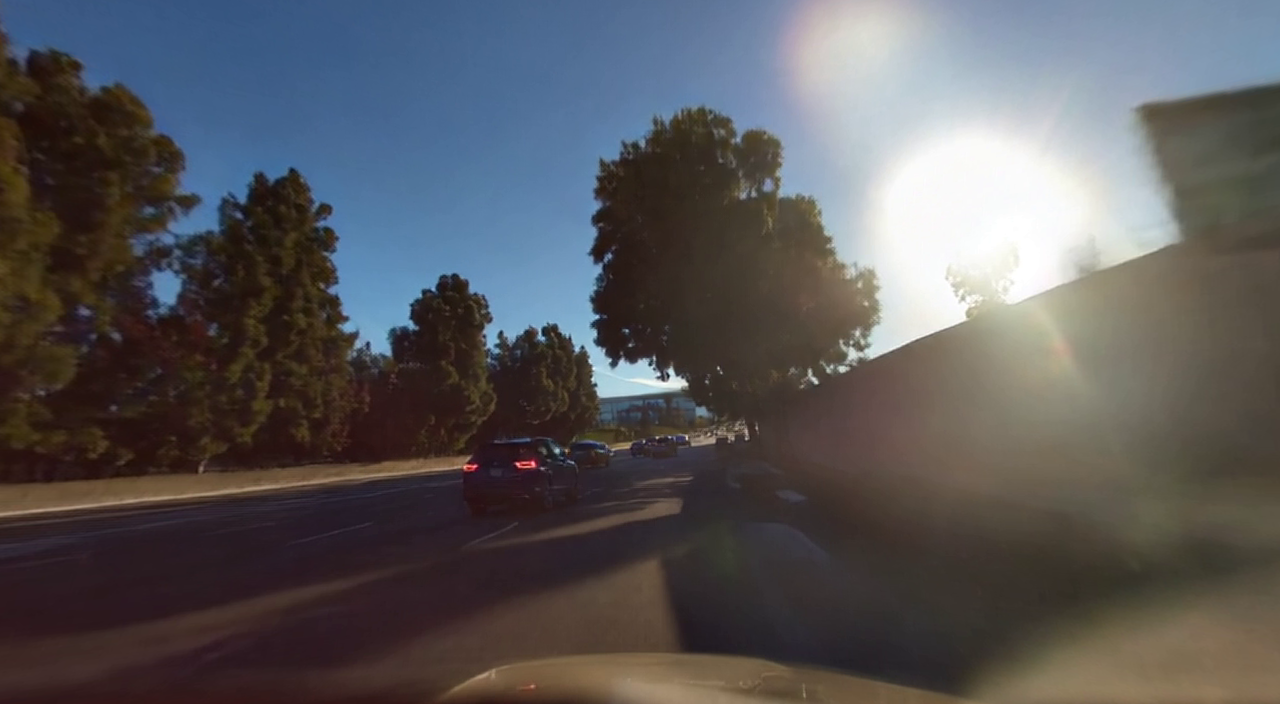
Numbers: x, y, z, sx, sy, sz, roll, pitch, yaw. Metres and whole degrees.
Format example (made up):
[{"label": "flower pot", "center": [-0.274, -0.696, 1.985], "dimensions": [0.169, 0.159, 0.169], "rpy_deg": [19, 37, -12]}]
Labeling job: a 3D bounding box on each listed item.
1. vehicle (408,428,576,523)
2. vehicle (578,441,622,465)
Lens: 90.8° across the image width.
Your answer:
[{"label": "vehicle", "center": [-2.870, 2.540, 13.535], "dimensions": [2.082, 1.638, 4.644], "rpy_deg": [-2, -8, 6]}, {"label": "vehicle", "center": [-2.531, 6.566, 41.103], "dimensions": [1.860, 1.442, 4.332], "rpy_deg": [-2, -9, 11]}]
